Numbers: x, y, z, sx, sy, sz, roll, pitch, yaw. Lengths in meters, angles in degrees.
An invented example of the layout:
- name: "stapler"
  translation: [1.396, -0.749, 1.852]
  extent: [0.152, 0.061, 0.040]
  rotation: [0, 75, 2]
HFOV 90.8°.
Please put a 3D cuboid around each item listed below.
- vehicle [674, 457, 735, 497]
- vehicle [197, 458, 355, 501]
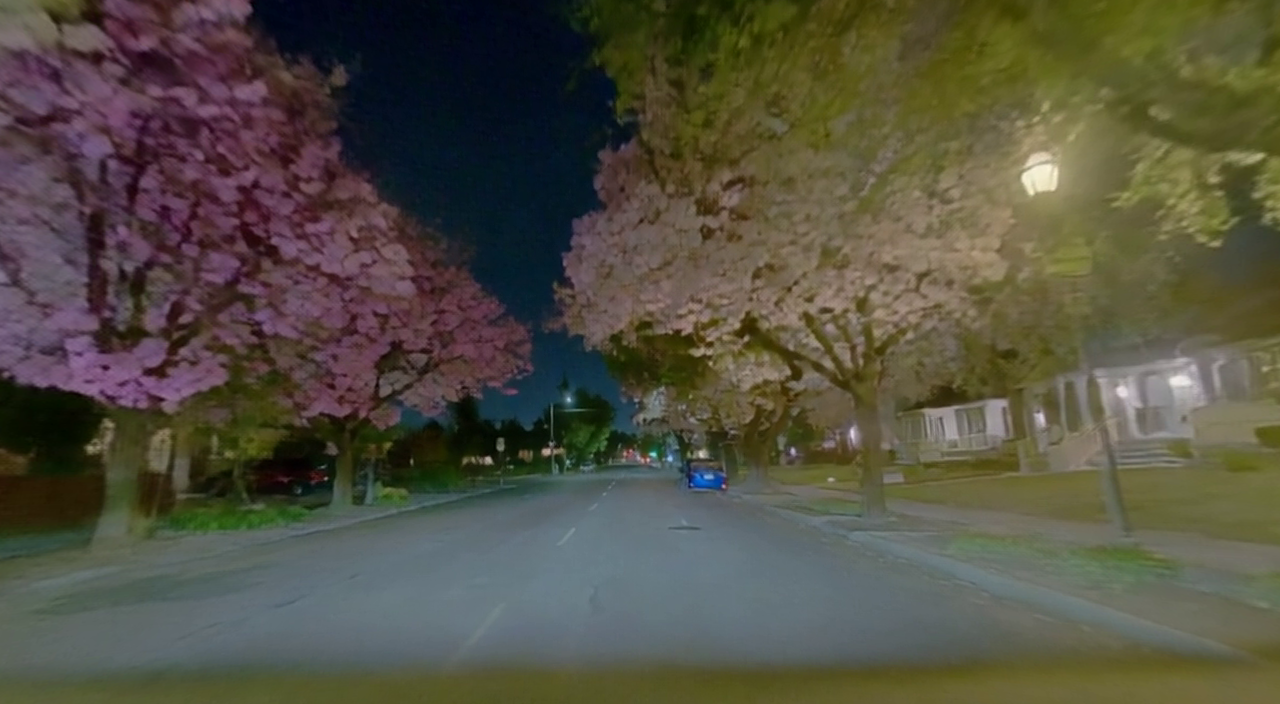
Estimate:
- name: "vehicle"
  translation: [2.658, 5.301, 27.106]
  extent: [2.022, 1.455, 4.406]
  rotation: [0, -9, -2]
- name: "vehicle"
  translation: [-16.717, 5.864, 29.284]
  extent: [5.902, 1.796, 2.183]
  rotation: [0, -9, -3]
